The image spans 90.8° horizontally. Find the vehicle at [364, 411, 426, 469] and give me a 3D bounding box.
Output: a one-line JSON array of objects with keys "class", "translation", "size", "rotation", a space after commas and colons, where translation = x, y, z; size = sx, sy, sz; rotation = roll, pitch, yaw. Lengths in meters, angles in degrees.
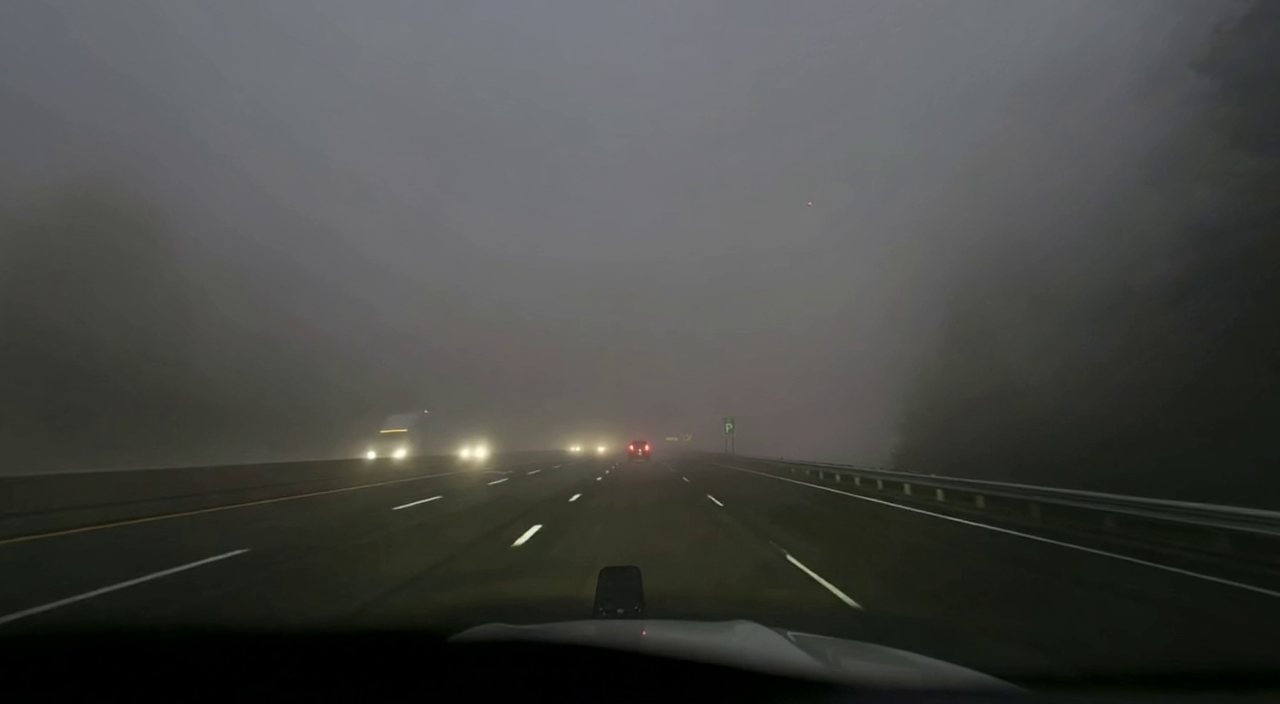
[{"class": "vehicle", "translation": [-18.482, 6.678, 47.757], "size": [3.251, 4.162, 3.126], "rotation": [0, -9, 1]}]
